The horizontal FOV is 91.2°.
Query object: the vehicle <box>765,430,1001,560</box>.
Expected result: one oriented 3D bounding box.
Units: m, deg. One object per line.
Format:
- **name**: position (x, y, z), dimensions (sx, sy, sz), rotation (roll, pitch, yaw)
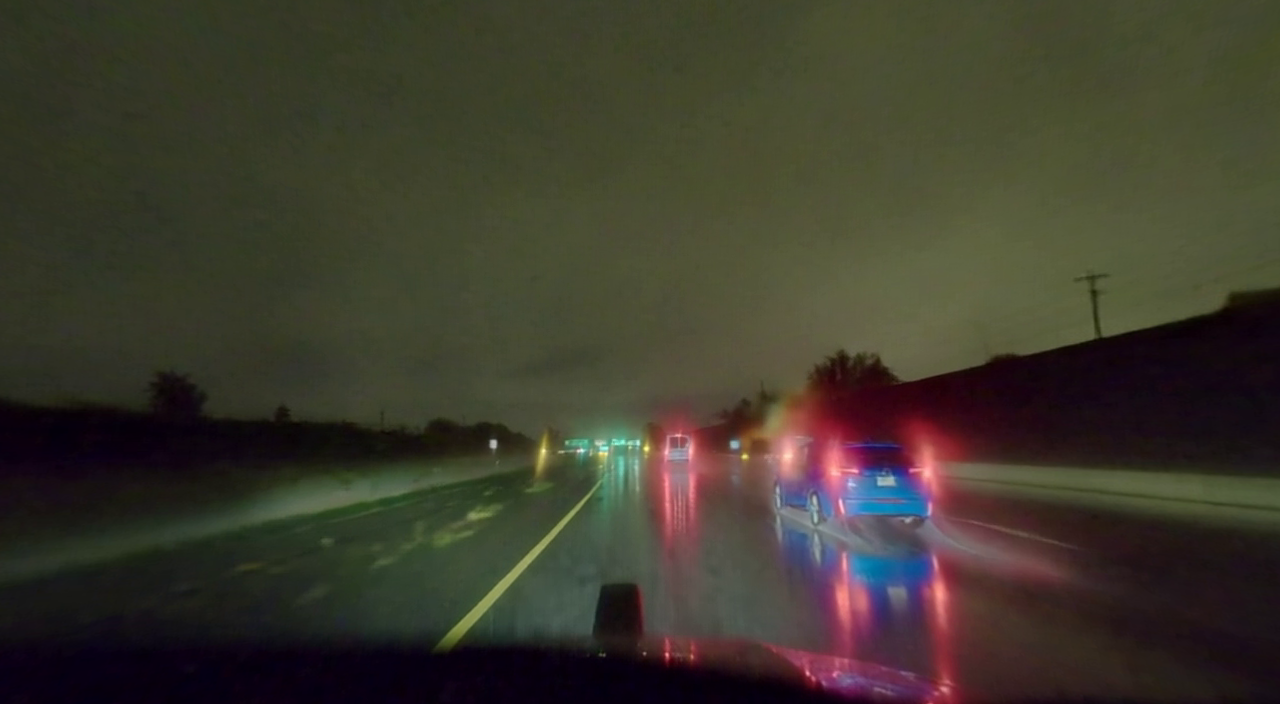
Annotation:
- **vehicle**: position (3.485, 2.135, 10.067), dimensions (2.002, 1.604, 4.265), rotation (0, -9, -1)
